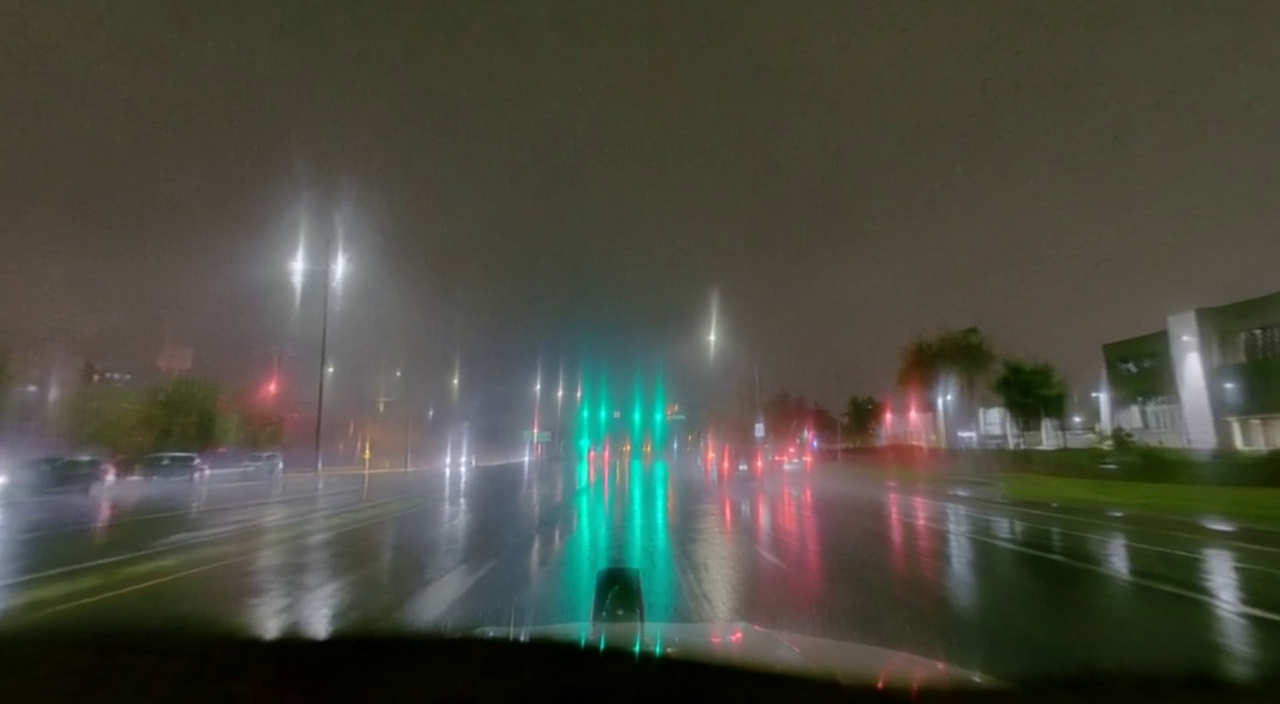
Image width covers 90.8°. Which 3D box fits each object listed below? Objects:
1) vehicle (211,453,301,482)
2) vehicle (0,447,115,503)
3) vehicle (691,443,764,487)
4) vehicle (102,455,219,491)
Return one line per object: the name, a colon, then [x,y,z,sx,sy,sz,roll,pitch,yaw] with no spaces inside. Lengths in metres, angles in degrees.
vehicle: [-22.395,6.724,37.099,2.098,1.510,5.072,-1,-9,0]
vehicle: [-22.347,4.418,23.141,2.139,1.833,4.686,0,-9,0]
vehicle: [3.099,4.111,23.270,1.966,1.449,4.290,0,-9,-1]
vehicle: [-22.388,5.637,29.788,1.865,1.507,4.631,-1,-9,0]
